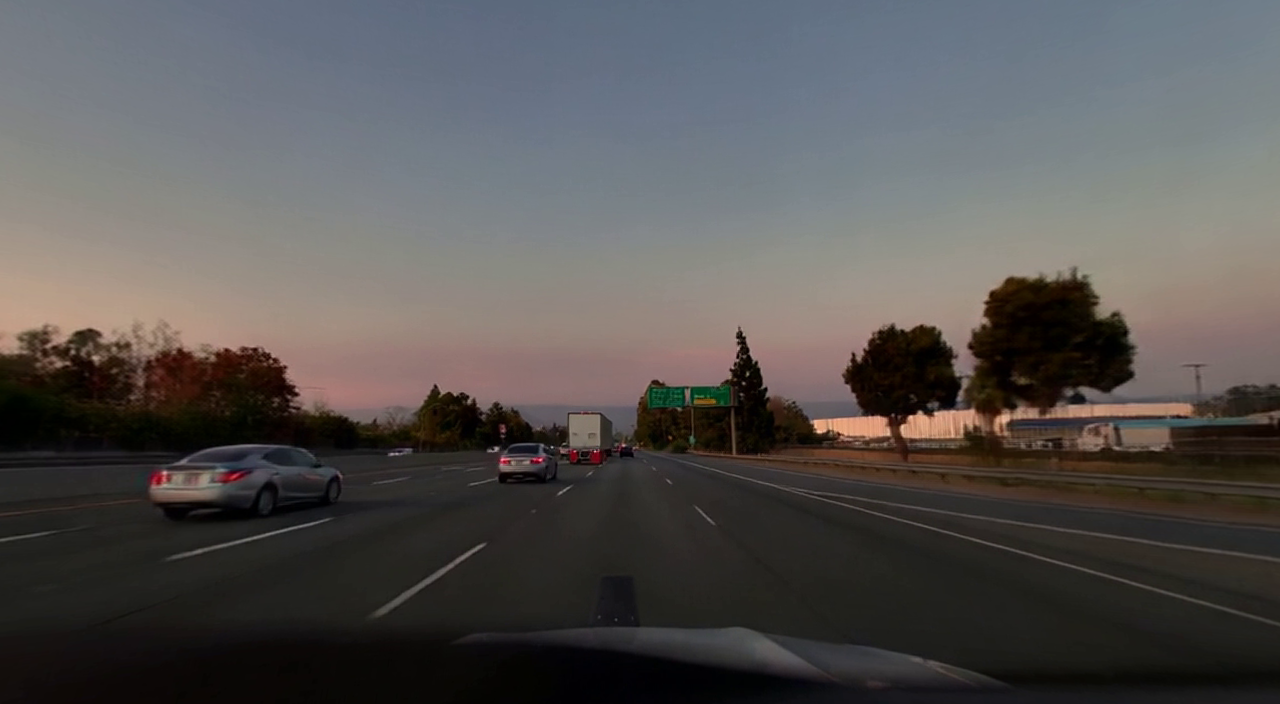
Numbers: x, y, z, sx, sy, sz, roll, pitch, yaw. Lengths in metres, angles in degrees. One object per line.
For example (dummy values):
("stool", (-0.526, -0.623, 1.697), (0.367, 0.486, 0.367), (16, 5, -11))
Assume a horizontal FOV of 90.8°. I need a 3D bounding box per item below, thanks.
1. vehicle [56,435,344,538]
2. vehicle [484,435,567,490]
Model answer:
("vehicle", (-7.508, 2.311, 11.534), (2.026, 1.477, 4.467), (0, -9, 0))
("vehicle", (-3.753, 3.708, 21.501), (2.033, 1.669, 4.112), (0, -9, 0))
